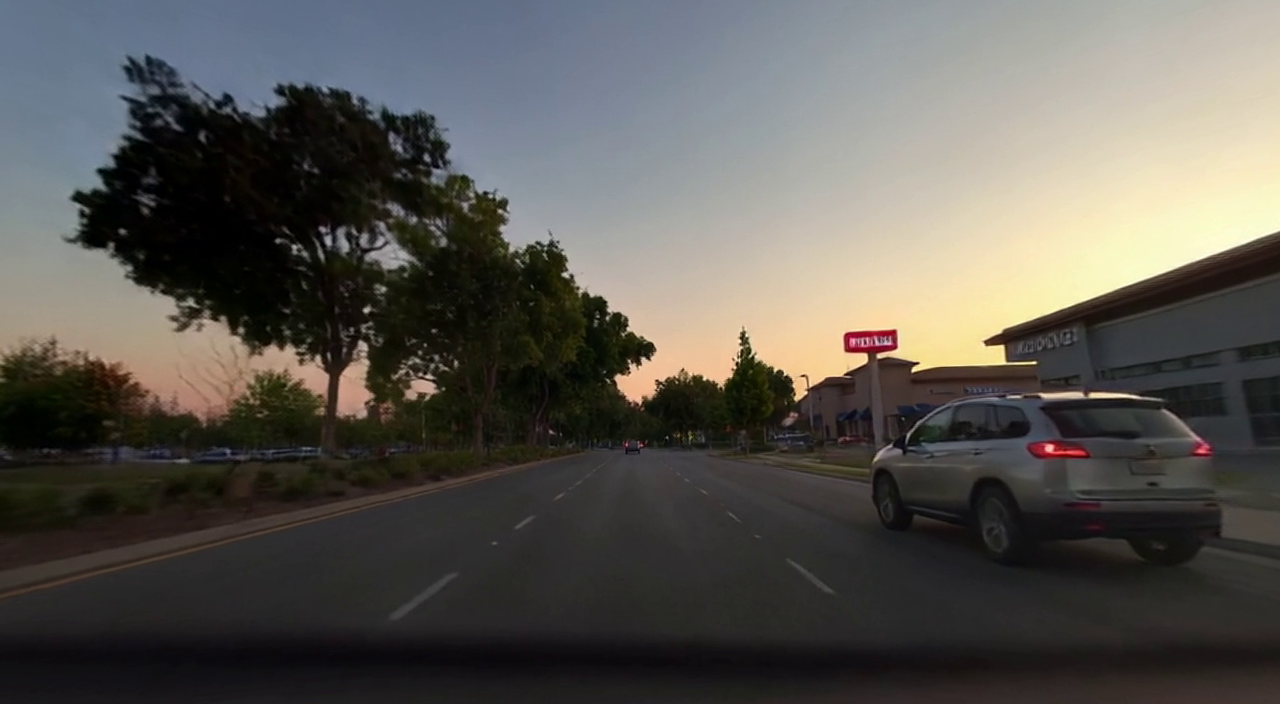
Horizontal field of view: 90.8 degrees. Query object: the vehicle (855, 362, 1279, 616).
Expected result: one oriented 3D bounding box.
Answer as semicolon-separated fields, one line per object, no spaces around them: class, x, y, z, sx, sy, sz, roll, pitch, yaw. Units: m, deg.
vehicle;4.641;1.425;7.534;2.185;1.956;5.128;0;-8;-2
